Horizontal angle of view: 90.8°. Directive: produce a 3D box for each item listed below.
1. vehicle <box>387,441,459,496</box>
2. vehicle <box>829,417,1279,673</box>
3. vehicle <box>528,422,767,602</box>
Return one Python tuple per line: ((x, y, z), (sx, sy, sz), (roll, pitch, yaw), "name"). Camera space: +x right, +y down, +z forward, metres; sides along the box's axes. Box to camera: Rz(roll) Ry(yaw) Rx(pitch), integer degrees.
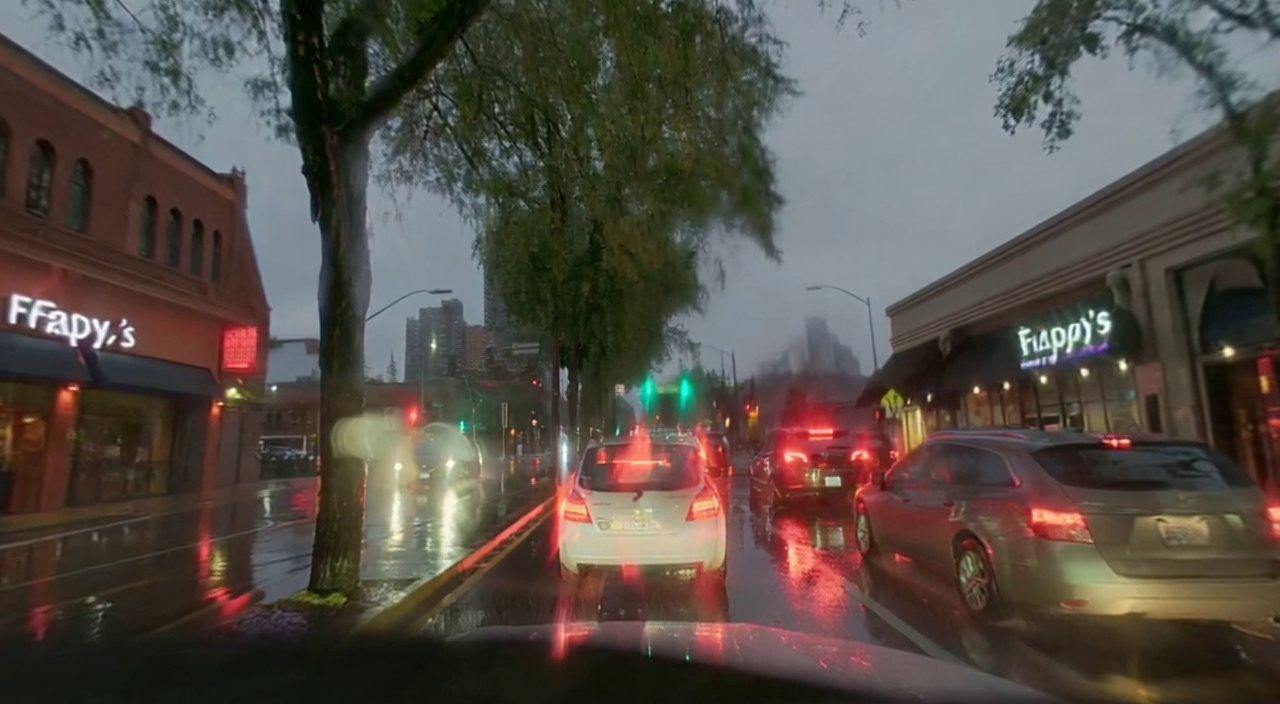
((-6.886, 3.670, 20.394), (1.898, 1.542, 4.689), (2, -9, -16), "vehicle")
((3.395, 1.447, 5.859), (1.988, 1.480, 4.195), (0, -9, 0), "vehicle")
((0.042, 1.618, 7.154), (2.006, 1.487, 3.535), (0, -9, -1), "vehicle")
